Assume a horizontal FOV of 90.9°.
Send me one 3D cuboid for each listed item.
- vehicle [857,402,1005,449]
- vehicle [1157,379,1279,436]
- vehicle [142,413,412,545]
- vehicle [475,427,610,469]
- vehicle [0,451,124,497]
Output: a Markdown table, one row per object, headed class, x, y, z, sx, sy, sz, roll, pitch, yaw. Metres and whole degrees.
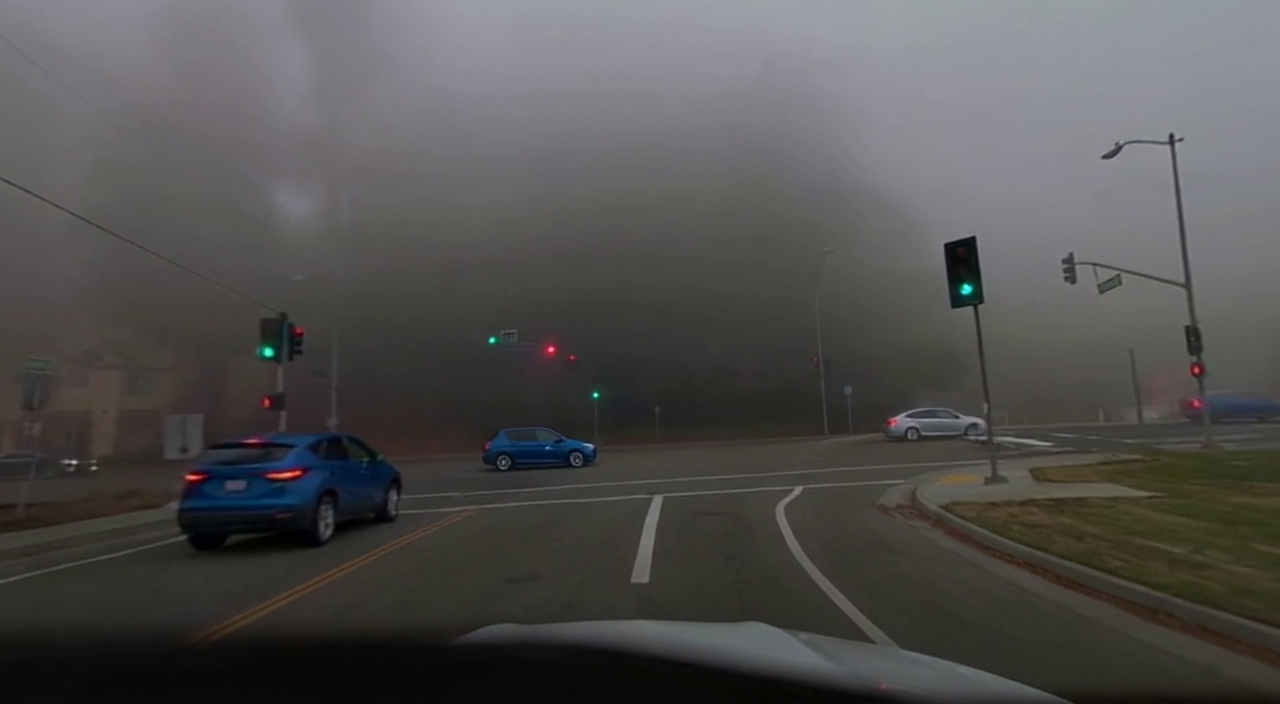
| class | x | y | z | sx | sy | sz | roll | pitch | yaw |
| --- | --- | --- | --- | --- | --- | --- | --- | --- | --- |
| vehicle | 10.955 | 2.825 | 23.965 | 4.636 | 1.668 | 1.935 | 0 | -9 | -2 |
| vehicle | 23.487 | 2.184 | 24.412 | 4.950 | 2.022 | 2.221 | 0 | -9 | -4 |
| vehicle | -5.703 | 2.048 | 10.810 | 1.928 | 1.726 | 4.704 | 0 | -9 | -2 |
| vehicle | -3.489 | 3.522 | 23.384 | 4.757 | 1.442 | 1.858 | 0 | -7 | -3 |
| vehicle | -21.397 | 4.262 | 22.143 | 4.610 | 1.476 | 2.021 | 0 | -9 | -4 |
